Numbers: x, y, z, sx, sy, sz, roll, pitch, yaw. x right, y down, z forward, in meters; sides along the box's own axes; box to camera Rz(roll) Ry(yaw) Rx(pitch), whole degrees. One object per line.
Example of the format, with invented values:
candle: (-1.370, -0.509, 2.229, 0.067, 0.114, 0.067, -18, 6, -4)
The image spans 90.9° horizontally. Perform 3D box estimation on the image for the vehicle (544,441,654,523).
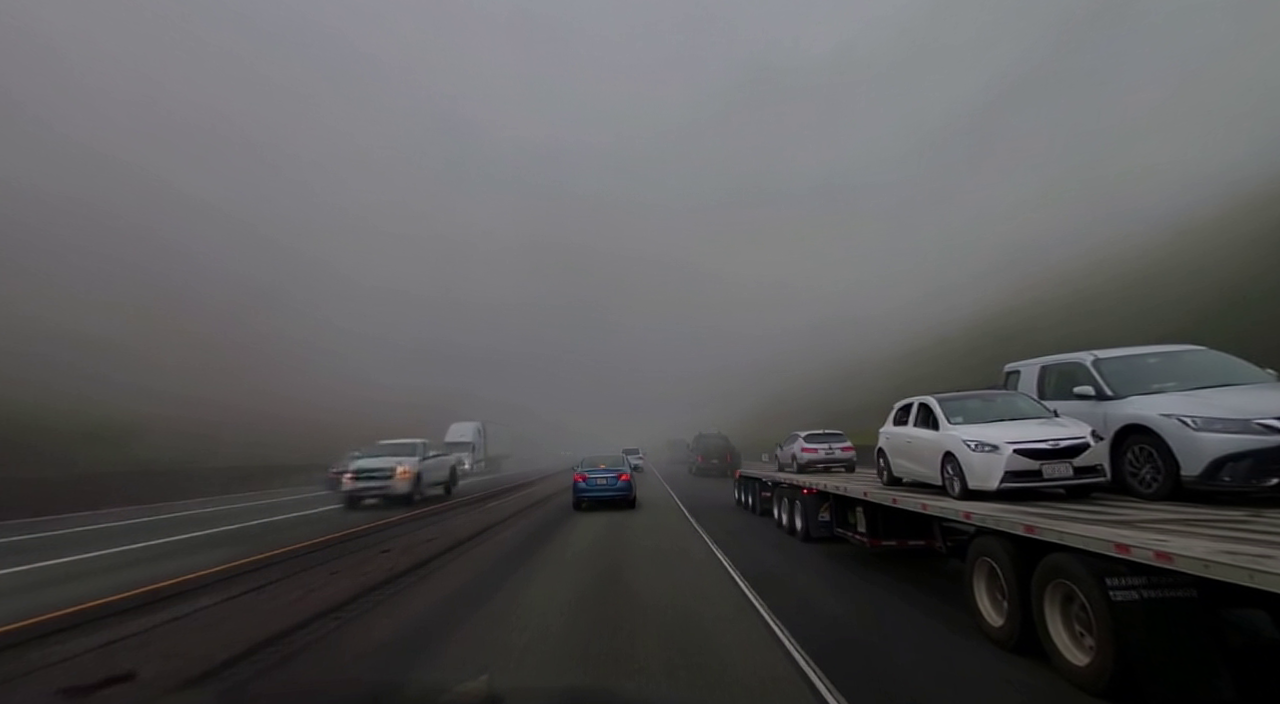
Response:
vehicle: (-0.723, 2.645, 13.283, 1.991, 1.466, 3.675, 0, -9, 0)

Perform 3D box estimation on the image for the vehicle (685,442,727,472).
vehicle: (3.823, 6.150, 37.059, 1.938, 1.660, 4.223, 0, -9, -1)

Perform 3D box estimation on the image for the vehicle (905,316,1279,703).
vehicle: (3.484, 0.937, 3.602, 1.959, 1.783, 4.407, 0, -9, 0)

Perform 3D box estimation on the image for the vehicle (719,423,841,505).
vehicle: (3.498, 2.908, 16.627, 2.303, 1.889, 3.920, 0, -9, 0)

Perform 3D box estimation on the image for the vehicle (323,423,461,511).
vehicle: (-8.315, 3.922, 21.955, 2.385, 2.627, 5.771, 0, -9, 0)
